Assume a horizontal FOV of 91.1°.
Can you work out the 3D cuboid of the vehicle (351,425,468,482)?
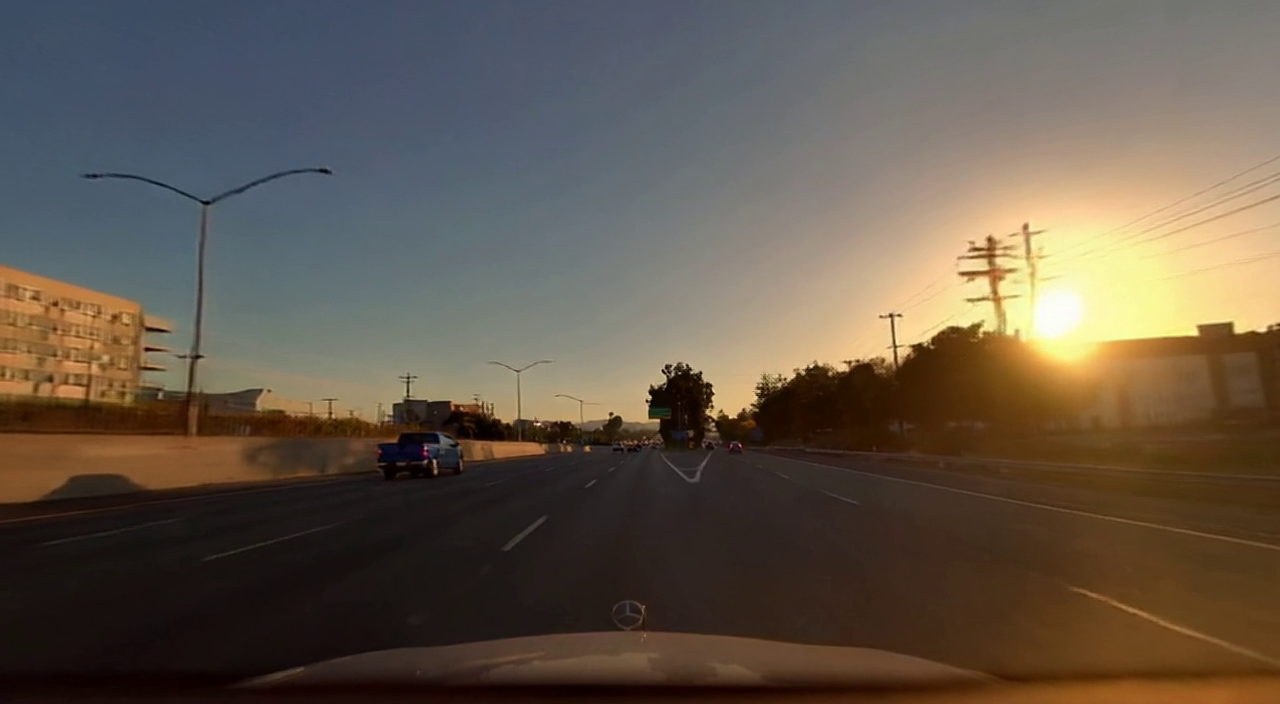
[{"bbox_3d":[-9.793,4.373,27.412,2.667,2.213,6.081,0,-8,1],"label":"vehicle"}]
